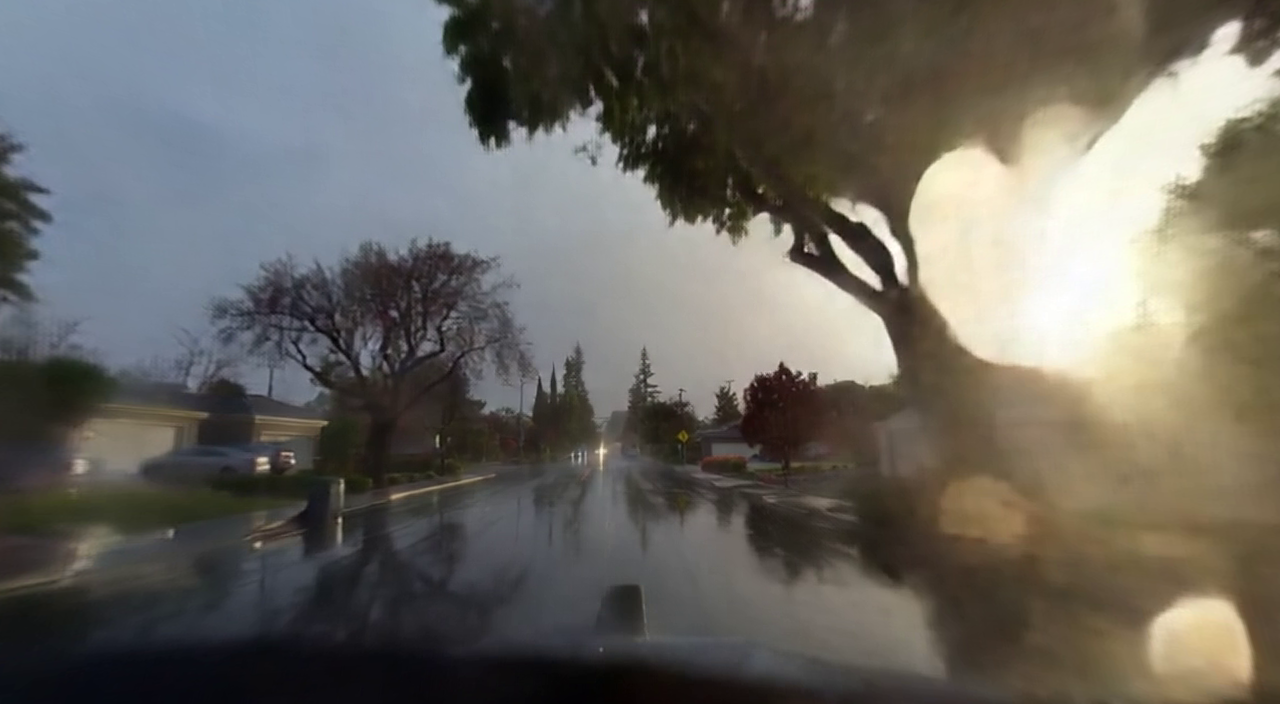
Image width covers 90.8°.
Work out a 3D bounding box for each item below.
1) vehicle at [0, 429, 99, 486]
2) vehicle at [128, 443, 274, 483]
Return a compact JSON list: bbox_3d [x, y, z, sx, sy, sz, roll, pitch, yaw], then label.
[{"bbox_3d":[-21.285,3.523,21.087,4.359,1.789,2.123,0,-9,-3],"label":"vehicle"},{"bbox_3d":[-17.656,4.477,25.609,4.307,1.508,2.072,0,-9,-2],"label":"vehicle"}]
